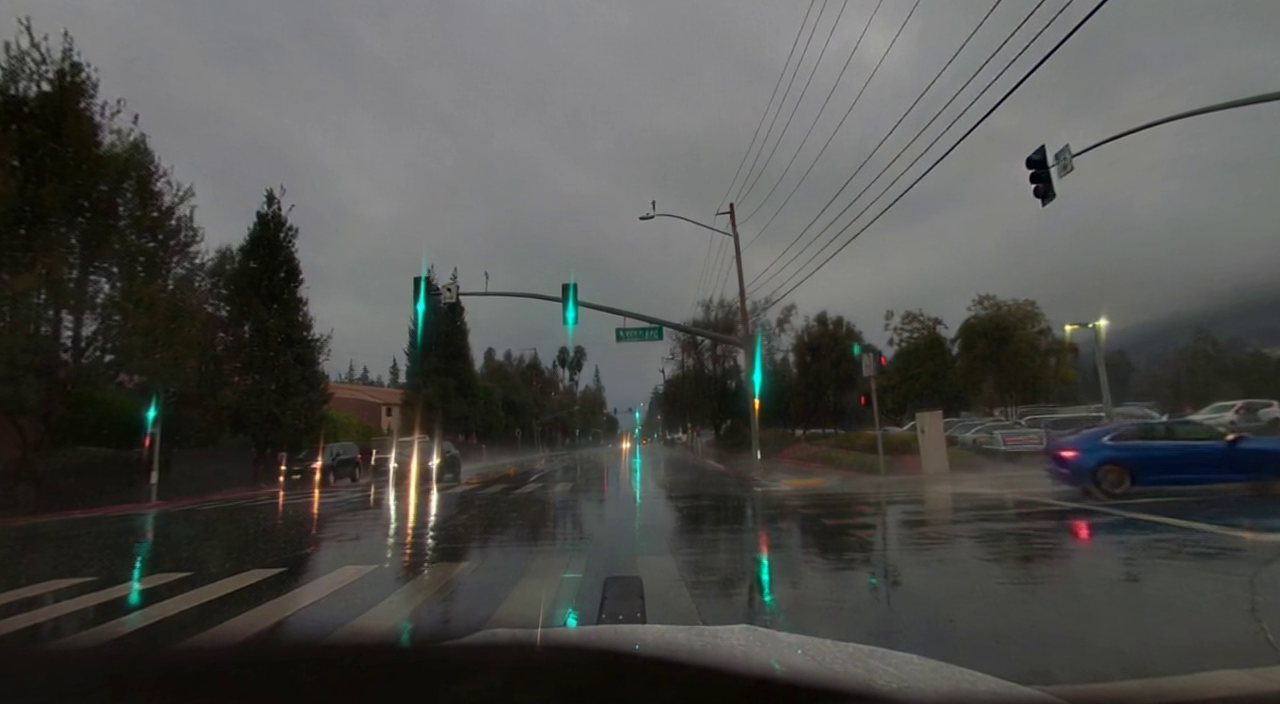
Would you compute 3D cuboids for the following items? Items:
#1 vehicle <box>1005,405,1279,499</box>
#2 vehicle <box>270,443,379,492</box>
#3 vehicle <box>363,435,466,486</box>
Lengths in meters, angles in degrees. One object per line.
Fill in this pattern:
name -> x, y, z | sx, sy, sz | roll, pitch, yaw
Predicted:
vehicle -> 9.462, 1.801, 11.457 | 4.592, 1.470, 2.071 | -4, -9, 22
vehicle -> -13.787, 5.063, 28.065 | 2.306, 1.957, 4.968 | 0, -9, -1
vehicle -> -10.129, 4.922, 28.989 | 2.664, 1.940, 5.702 | -4, -9, -1
